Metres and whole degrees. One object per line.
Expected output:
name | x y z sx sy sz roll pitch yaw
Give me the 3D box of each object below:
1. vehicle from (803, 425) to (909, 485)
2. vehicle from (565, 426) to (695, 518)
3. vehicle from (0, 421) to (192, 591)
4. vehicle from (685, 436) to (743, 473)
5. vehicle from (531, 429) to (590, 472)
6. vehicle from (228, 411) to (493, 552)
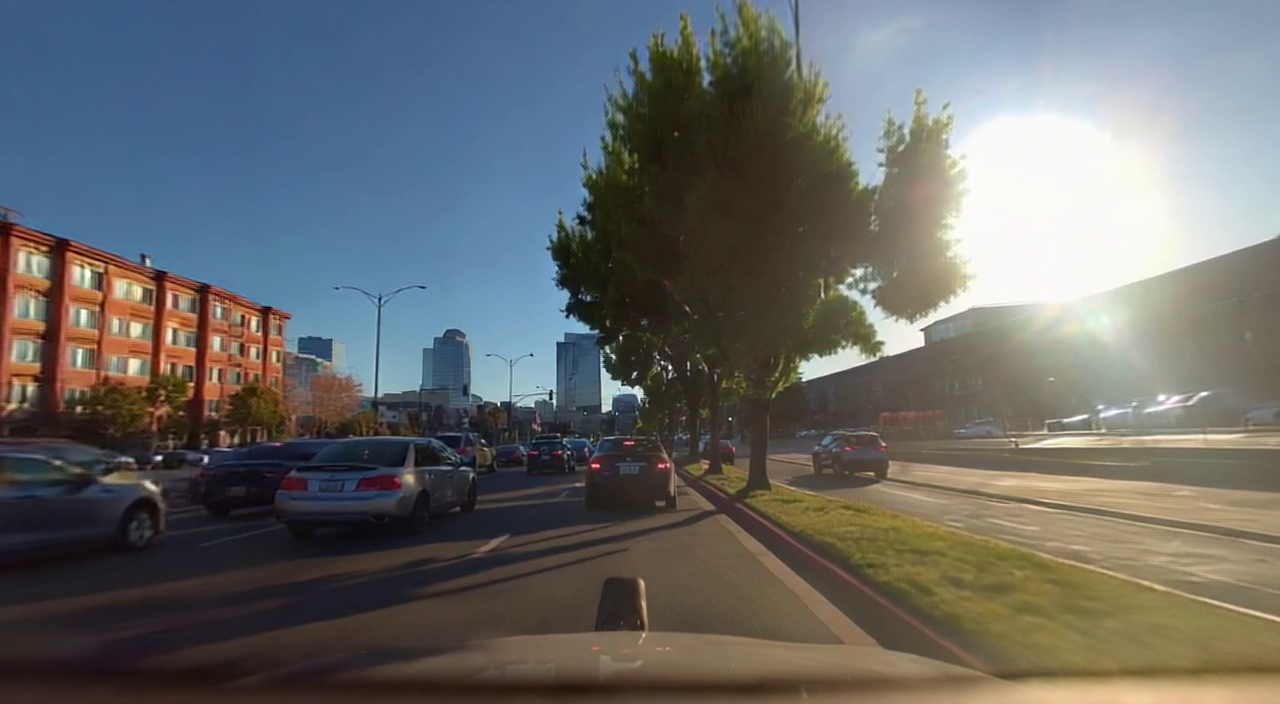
vehicle | 6.795 3.290 20.379 1.889 1.681 4.120 0 -9 -1
vehicle | -0.203 2.314 12.682 2.161 1.501 4.184 0 -9 -1
vehicle | -6.700 1.430 5.929 1.835 1.516 4.423 0 -9 -2
vehicle | 3.157 4.478 27.868 1.905 1.473 4.183 0 -9 -2
vehicle | -3.591 4.583 29.529 2.154 1.801 5.015 0 -8 -1
vehicle | -3.779 1.837 9.622 2.009 1.619 4.376 0 -9 0
